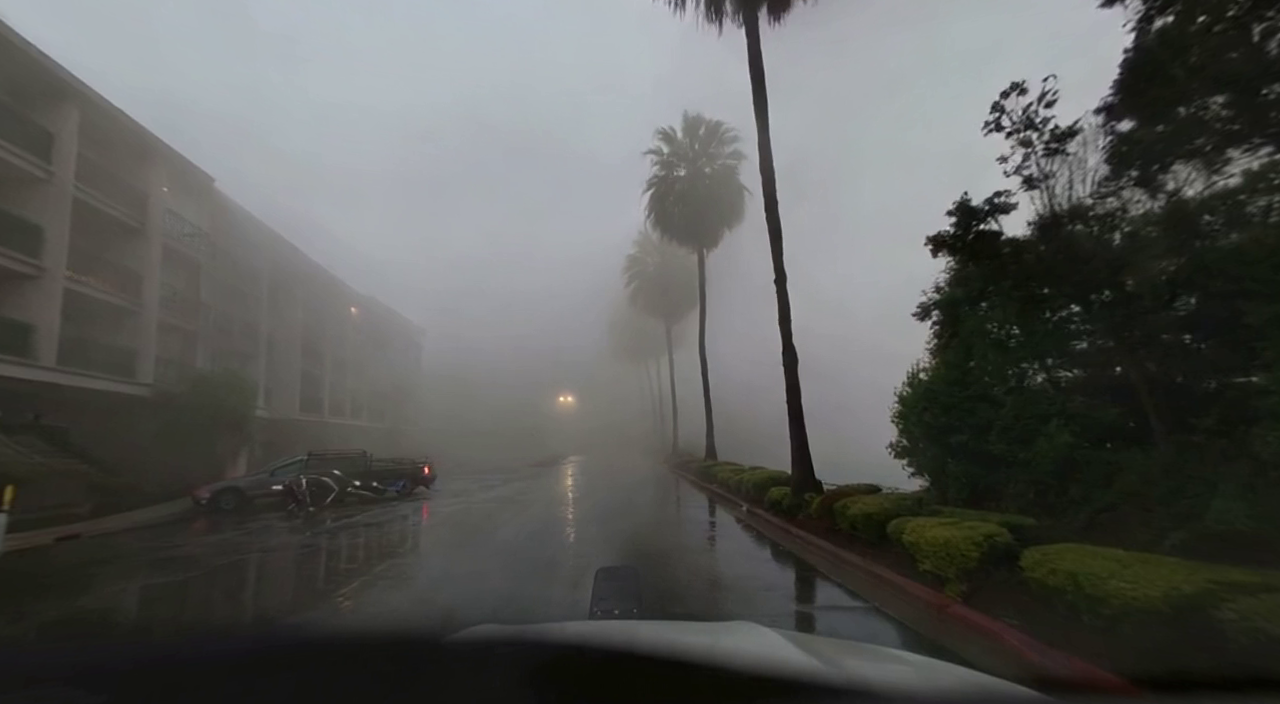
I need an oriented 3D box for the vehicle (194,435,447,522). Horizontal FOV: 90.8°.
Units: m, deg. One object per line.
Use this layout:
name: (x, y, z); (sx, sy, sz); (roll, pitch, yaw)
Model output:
vehicle: (-7.143, 2.836, 14.571); (4.803, 1.520, 1.894); (-3, -7, -5)
